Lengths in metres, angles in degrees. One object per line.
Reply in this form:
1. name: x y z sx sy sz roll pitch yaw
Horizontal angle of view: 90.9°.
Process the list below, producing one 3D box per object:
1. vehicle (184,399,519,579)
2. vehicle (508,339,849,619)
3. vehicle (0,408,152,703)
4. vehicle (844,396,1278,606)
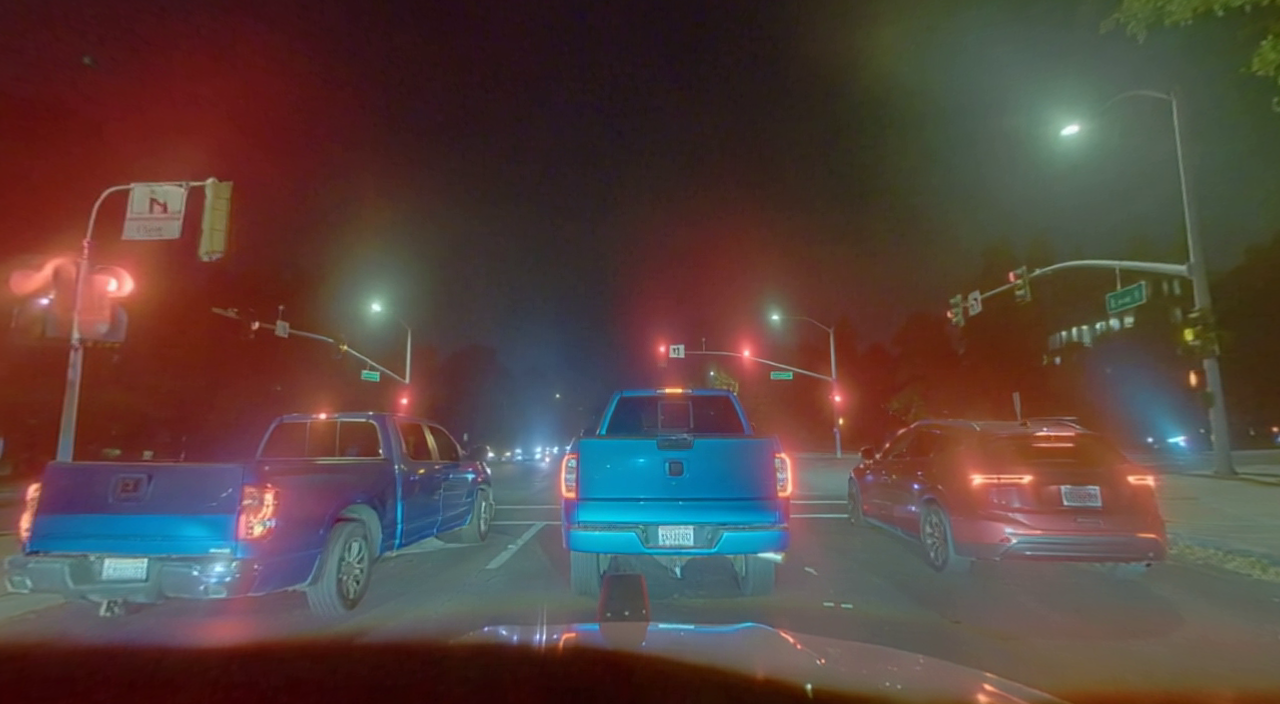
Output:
1. vehicle: -3.293 1.685 8.584 2.125 1.739 4.707 0 -8 3
2. vehicle: 0.326 1.277 7.149 2.505 2.084 4.768 0 -8 1
3. vehicle: -3.396 0.707 0.655 1.998 1.481 4.656 0 -8 1
4. vehicle: 4.041 1.494 7.180 1.984 1.659 4.226 0 -8 0
